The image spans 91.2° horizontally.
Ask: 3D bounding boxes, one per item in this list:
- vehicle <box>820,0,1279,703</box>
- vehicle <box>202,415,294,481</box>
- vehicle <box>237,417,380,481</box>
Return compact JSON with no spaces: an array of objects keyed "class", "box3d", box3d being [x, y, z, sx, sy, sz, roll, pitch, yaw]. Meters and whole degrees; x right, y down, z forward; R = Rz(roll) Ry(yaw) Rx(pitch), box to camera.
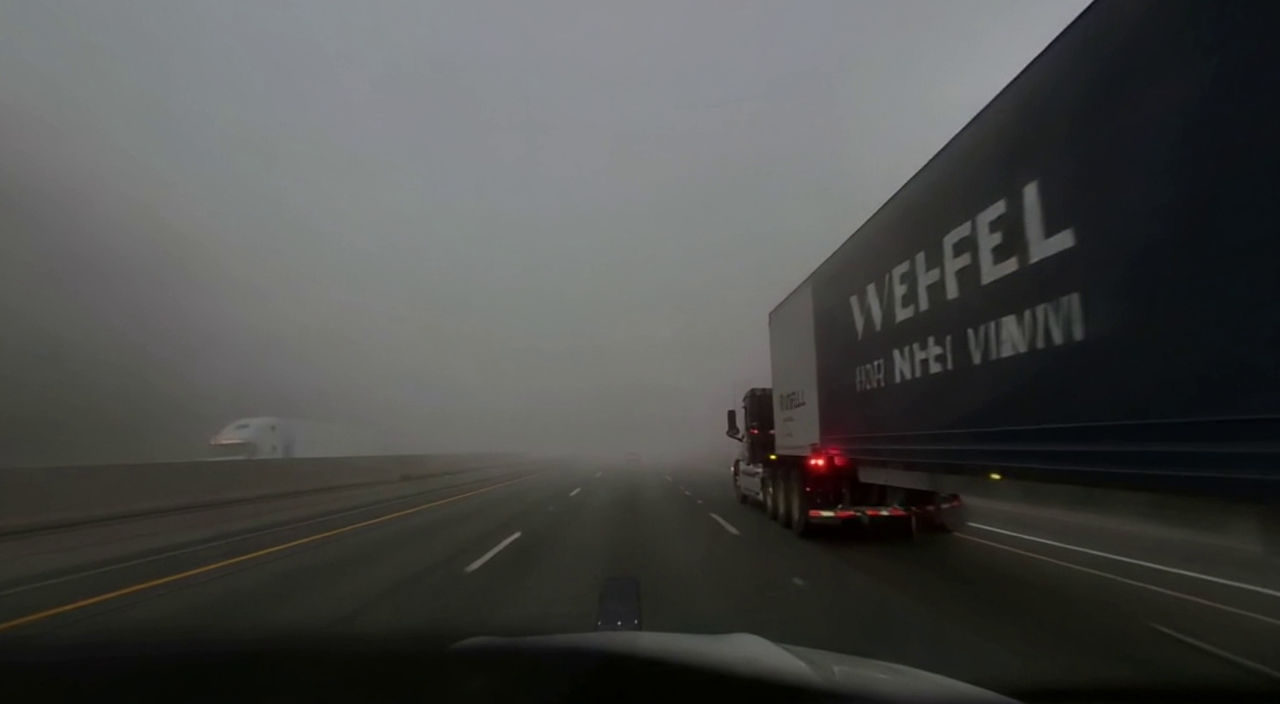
[{"class":"vehicle","box3d":[4.006,0.054,4.246,2.869,4.013,8.610,0,-9,0]},{"class":"vehicle","box3d":[-23.324,5.743,37.493,2.904,3.739,3.648,0,-9,0]},{"class":"vehicle","box3d":[-23.280,7.041,45.550,2.896,3.850,14.049,0,-9,-1]}]
